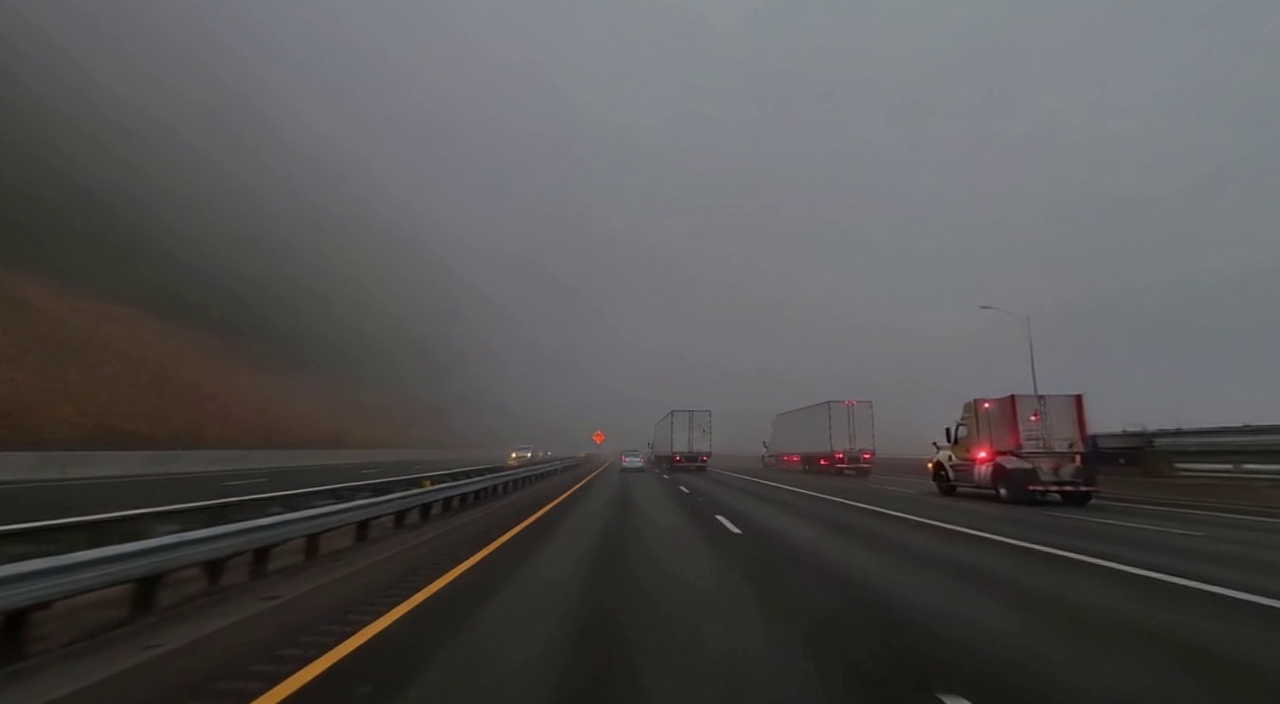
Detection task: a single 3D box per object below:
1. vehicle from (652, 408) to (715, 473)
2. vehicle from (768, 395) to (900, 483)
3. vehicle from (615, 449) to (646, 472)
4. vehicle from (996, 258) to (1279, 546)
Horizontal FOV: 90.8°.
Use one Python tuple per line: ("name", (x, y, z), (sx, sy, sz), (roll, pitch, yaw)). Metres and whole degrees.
("vehicle", (2.793, 6.587, 46.077), (2.986, 3.916, 15.375), (0, -9, -2))
("vehicle", (10.568, 5.165, 36.787), (2.854, 4.112, 14.088), (0, -9, -2))
("vehicle", (-0.659, 7.077, 41.231), (1.927, 1.437, 3.794), (0, -9, -2))
("vehicle", (10.630, 0.775, 9.409), (2.830, 4.100, 13.915), (0, -9, 1))
